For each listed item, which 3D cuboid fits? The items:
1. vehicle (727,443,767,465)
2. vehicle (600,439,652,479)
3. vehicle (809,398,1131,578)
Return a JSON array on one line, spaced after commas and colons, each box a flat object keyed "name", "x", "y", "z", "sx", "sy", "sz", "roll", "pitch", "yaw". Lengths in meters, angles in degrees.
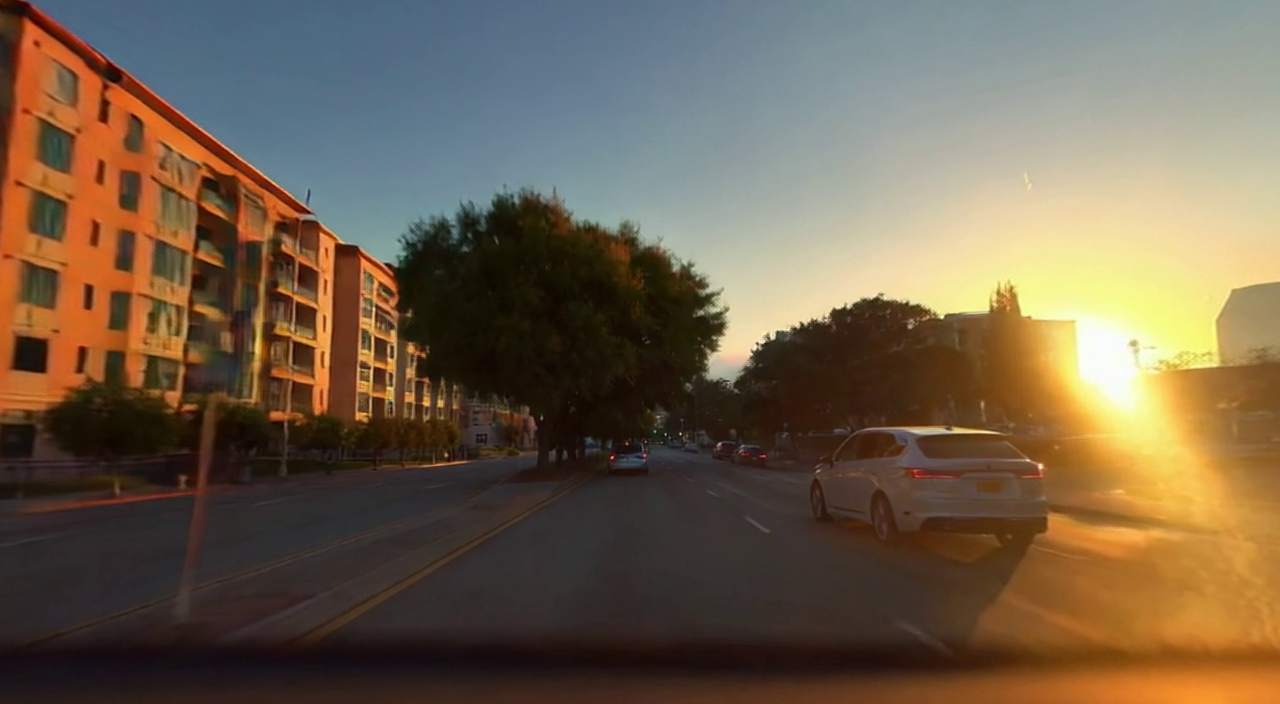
[{"name": "vehicle", "x": 7.733, "y": 7.437, "z": 46.056, "sx": 1.962, "sy": 1.484, "sz": 4.644, "roll": 0, "pitch": -8, "yaw": -1}, {"name": "vehicle", "x": -0.513, "y": 4.359, "z": 25.963, "sx": 2.006, "sy": 1.487, "sz": 3.535, "roll": -1, "pitch": -8, "yaw": 1}, {"name": "vehicle", "x": 3.770, "y": 1.625, "z": 8.243, "sx": 1.949, "sy": 1.723, "sz": 4.020, "roll": 0, "pitch": -8, "yaw": -1}]
